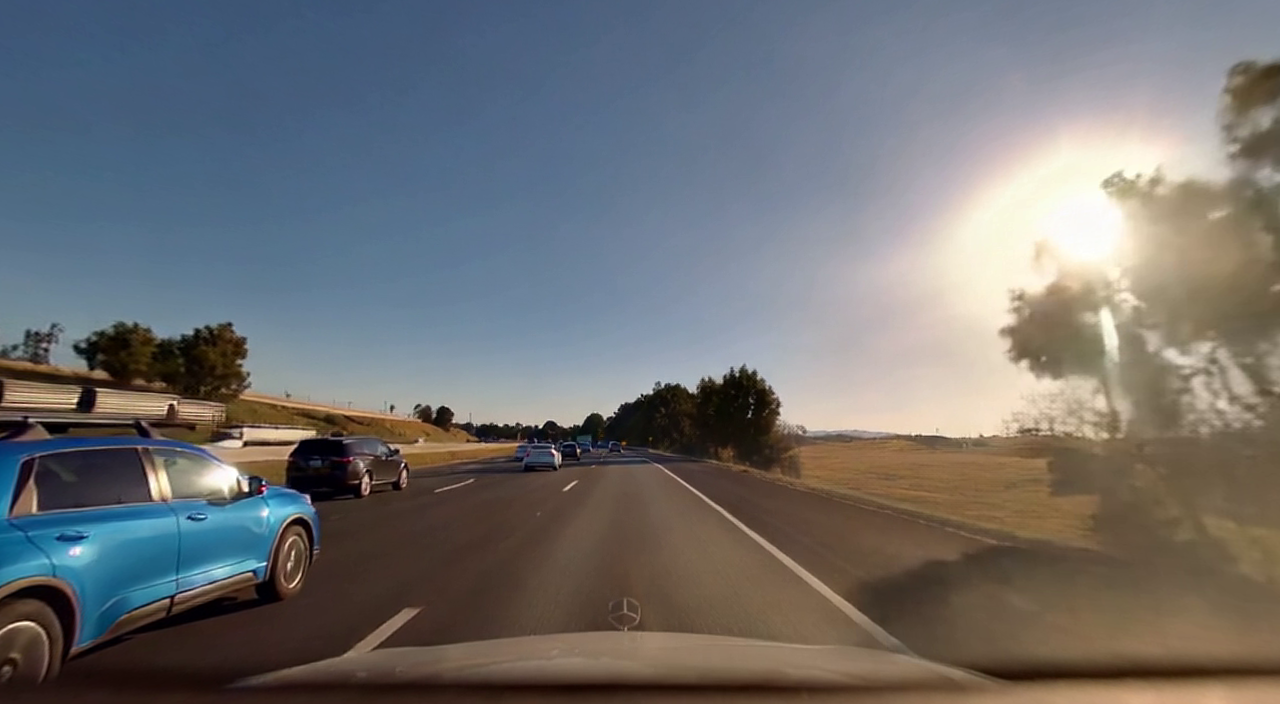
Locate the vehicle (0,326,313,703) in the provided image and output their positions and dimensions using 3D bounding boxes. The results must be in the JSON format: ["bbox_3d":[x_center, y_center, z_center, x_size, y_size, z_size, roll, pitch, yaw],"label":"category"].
[{"bbox_3d":[-3.910,0.797,2.742,2.200,1.807,5.041,0,-8,1],"label":"vehicle"}]

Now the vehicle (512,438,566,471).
[{"bbox_3d":[-5.013,5.151,31.832,2.012,1.509,4.359,0,-8,0],"label":"vehicle"}]
